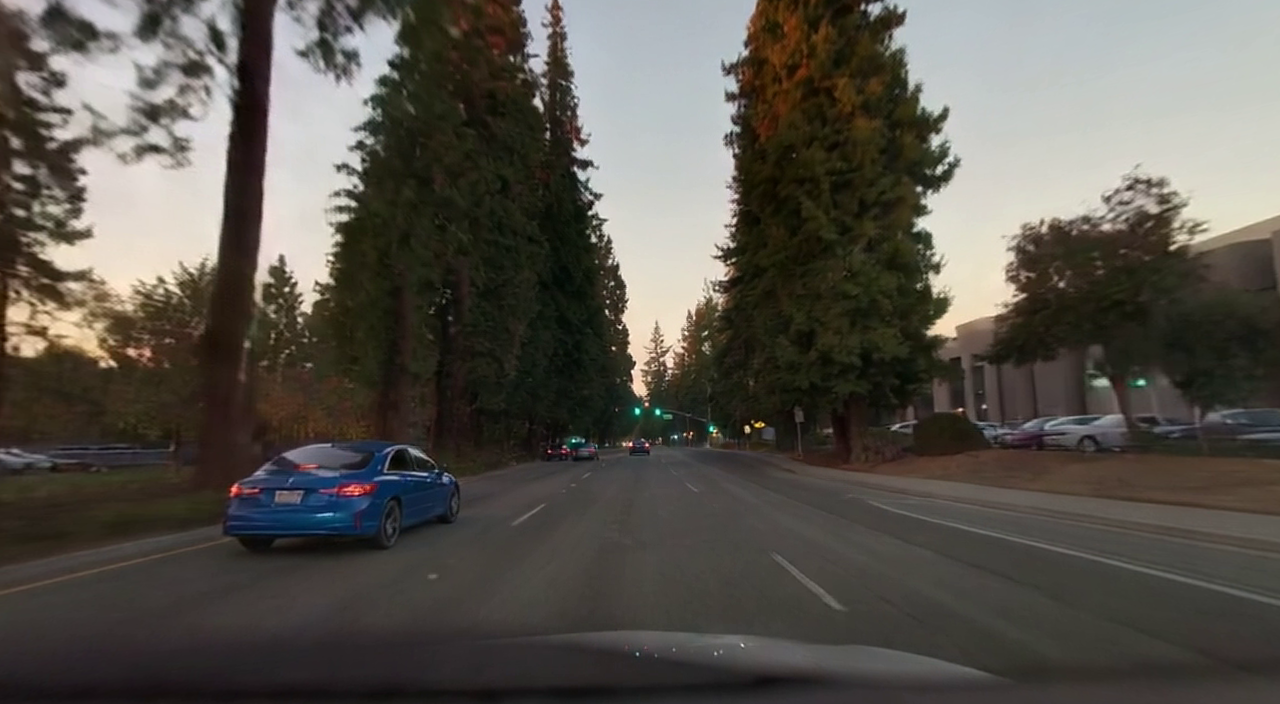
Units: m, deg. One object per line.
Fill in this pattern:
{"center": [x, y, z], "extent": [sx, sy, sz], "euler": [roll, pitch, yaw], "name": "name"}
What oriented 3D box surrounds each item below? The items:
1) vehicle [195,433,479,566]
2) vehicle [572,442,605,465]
{"center": [-3.834, 1.927, 9.064], "extent": [1.905, 1.418, 4.396], "euler": [0, -9, 0], "name": "vehicle"}
{"center": [-3.755, 7.455, 46.703], "extent": [2.103, 1.592, 4.160], "euler": [0, -9, 0], "name": "vehicle"}
